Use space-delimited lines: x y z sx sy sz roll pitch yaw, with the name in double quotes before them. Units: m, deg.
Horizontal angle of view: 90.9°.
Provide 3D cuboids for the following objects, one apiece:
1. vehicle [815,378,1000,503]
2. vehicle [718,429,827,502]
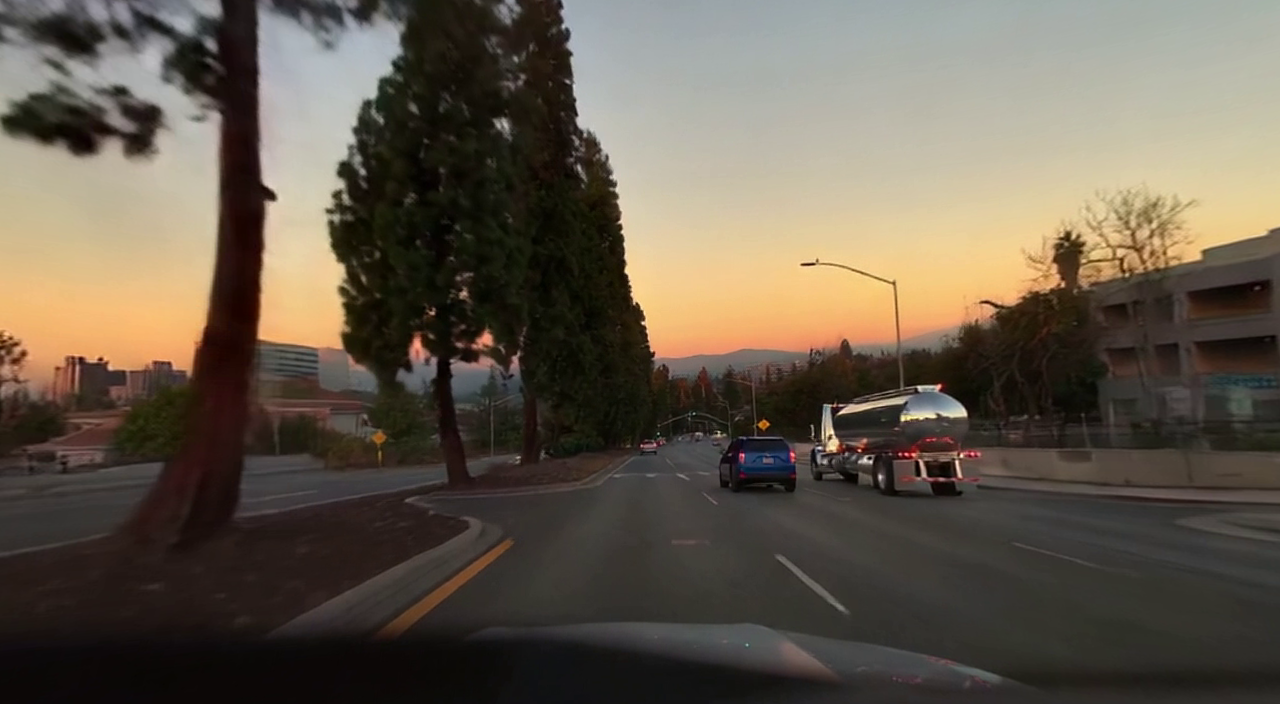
"vehicle" 7.759 2.736 19.428 2.849 3.207 6.275 0 -8 0
"vehicle" 3.519 3.107 17.668 2.045 1.729 4.532 0 -8 0
